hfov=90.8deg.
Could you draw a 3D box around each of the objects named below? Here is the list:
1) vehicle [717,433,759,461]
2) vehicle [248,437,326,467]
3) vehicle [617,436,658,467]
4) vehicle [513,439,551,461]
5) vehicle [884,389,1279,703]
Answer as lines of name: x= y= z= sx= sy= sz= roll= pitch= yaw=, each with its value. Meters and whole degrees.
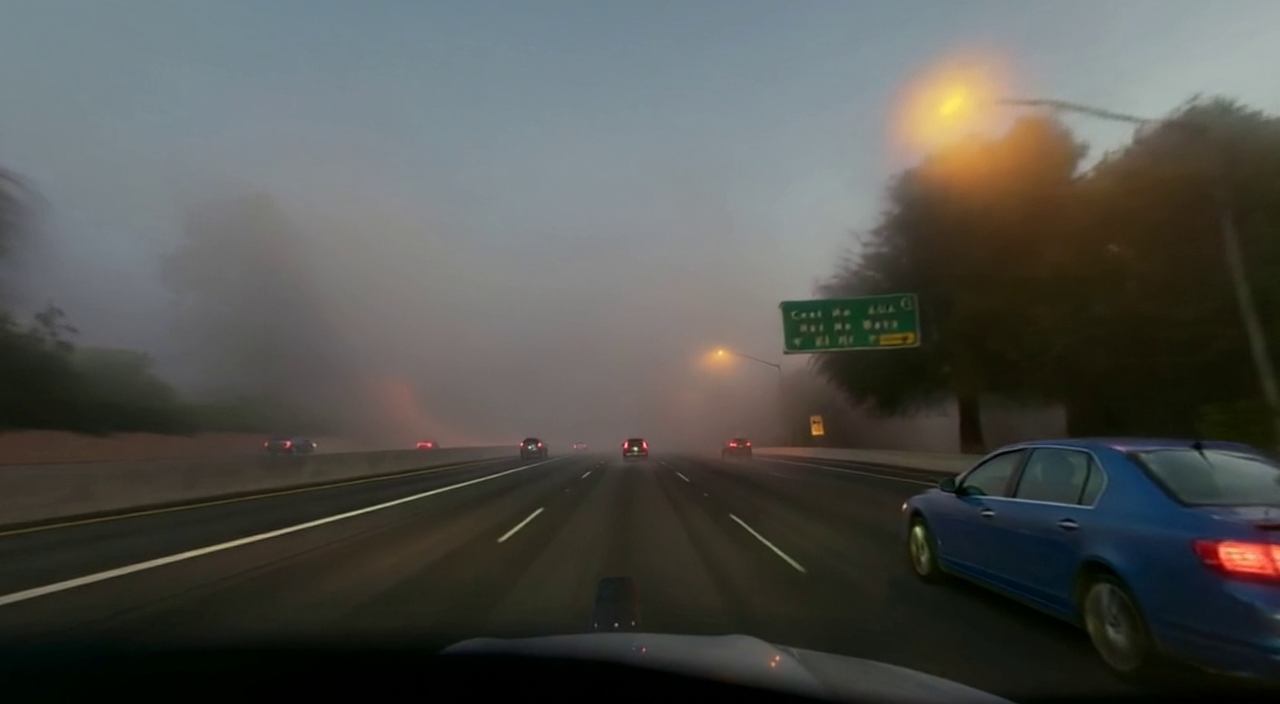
vehicle: x=7.072 y=6.940 z=45.998 sx=2.103 sy=1.898 sz=5.310 roll=0 pitch=-9 yaw=-1
vehicle: x=-21.390 y=6.087 z=38.519 sx=2.058 sy=1.667 sz=4.623 roll=0 pitch=-9 yaw=-1
vehicle: x=-0.141 y=5.560 z=35.501 sx=2.157 sy=1.642 sz=4.189 roll=0 pitch=-8 yaw=-1
vehicle: x=-8.078 y=7.353 z=47.683 sx=2.028 sy=1.552 sz=4.922 roll=0 pitch=-8 yaw=0
vehicle: x=3.246 y=1.044 z=3.233 sx=2.072 sy=1.501 sz=4.694 roll=0 pitch=-9 yaw=-1
